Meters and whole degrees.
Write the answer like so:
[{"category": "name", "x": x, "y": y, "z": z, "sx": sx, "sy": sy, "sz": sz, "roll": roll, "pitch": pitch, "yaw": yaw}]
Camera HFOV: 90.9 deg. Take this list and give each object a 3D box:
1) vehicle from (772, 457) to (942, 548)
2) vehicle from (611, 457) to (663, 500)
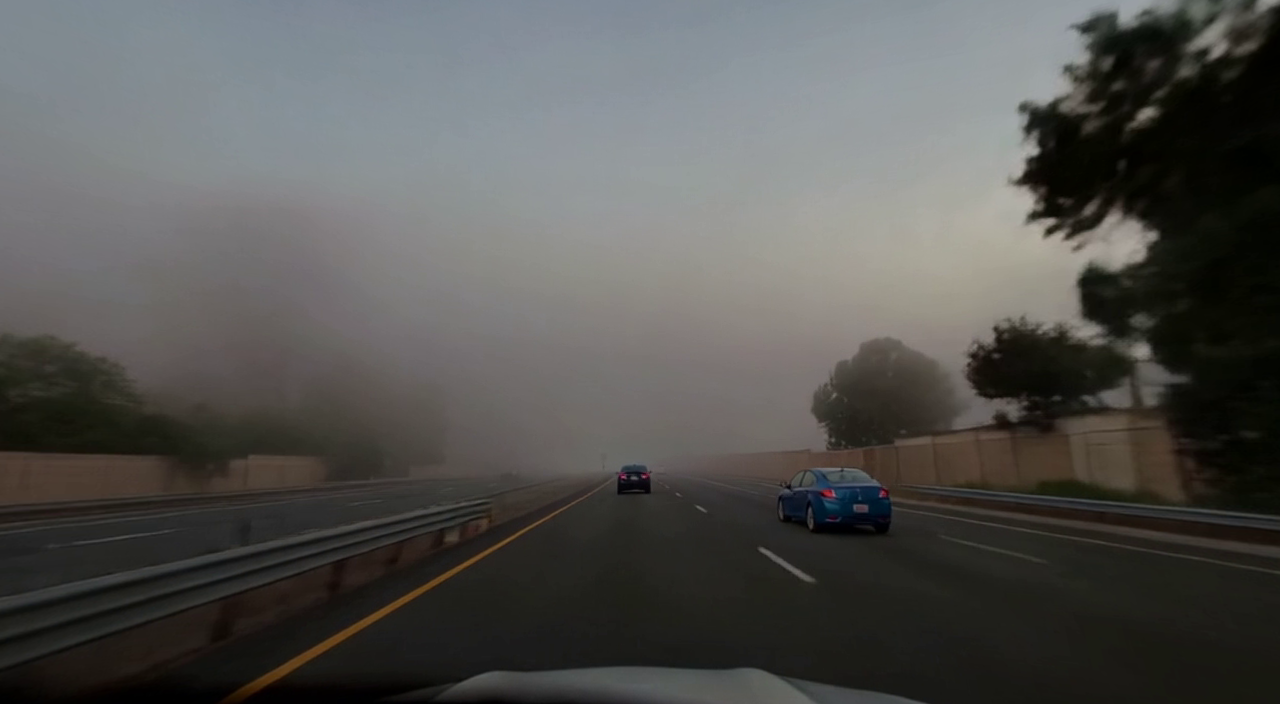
[{"category": "vehicle", "x": 4.109, "y": 2.937, "z": 12.750, "sx": 1.938, "sy": 1.494, "sz": 4.032, "roll": 1, "pitch": -11, "yaw": -1}, {"category": "vehicle", "x": -0.130, "y": 5.319, "z": 26.635, "sx": 2.037, "sy": 1.605, "sz": 3.833, "roll": 1, "pitch": -11, "yaw": 0}]
